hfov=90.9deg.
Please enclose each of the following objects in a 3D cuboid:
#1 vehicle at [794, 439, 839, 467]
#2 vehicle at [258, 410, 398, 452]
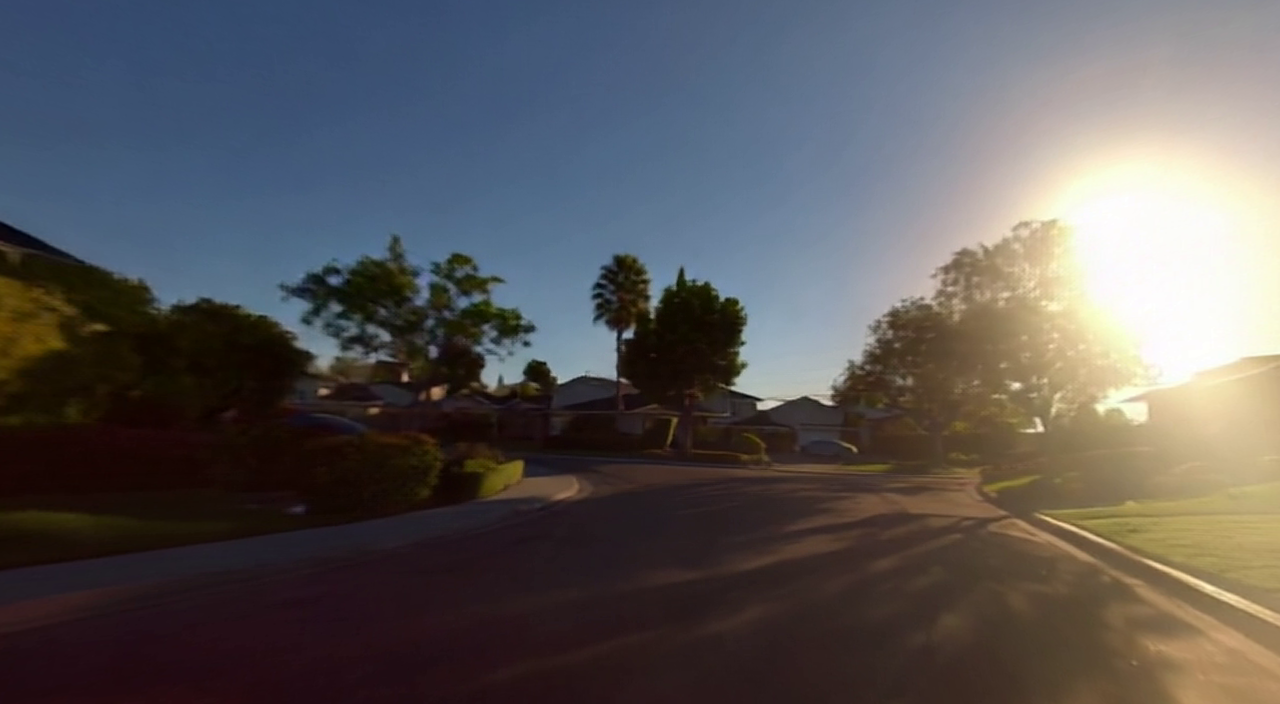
[{"bbox_3d":[12.512,7.079,44.393,2.180,1.752,4.700,-7,-10,24],"label":"vehicle"},{"bbox_3d":[-12.806,3.360,26.289,1.791,1.517,5.089,-7,-11,27],"label":"vehicle"}]
